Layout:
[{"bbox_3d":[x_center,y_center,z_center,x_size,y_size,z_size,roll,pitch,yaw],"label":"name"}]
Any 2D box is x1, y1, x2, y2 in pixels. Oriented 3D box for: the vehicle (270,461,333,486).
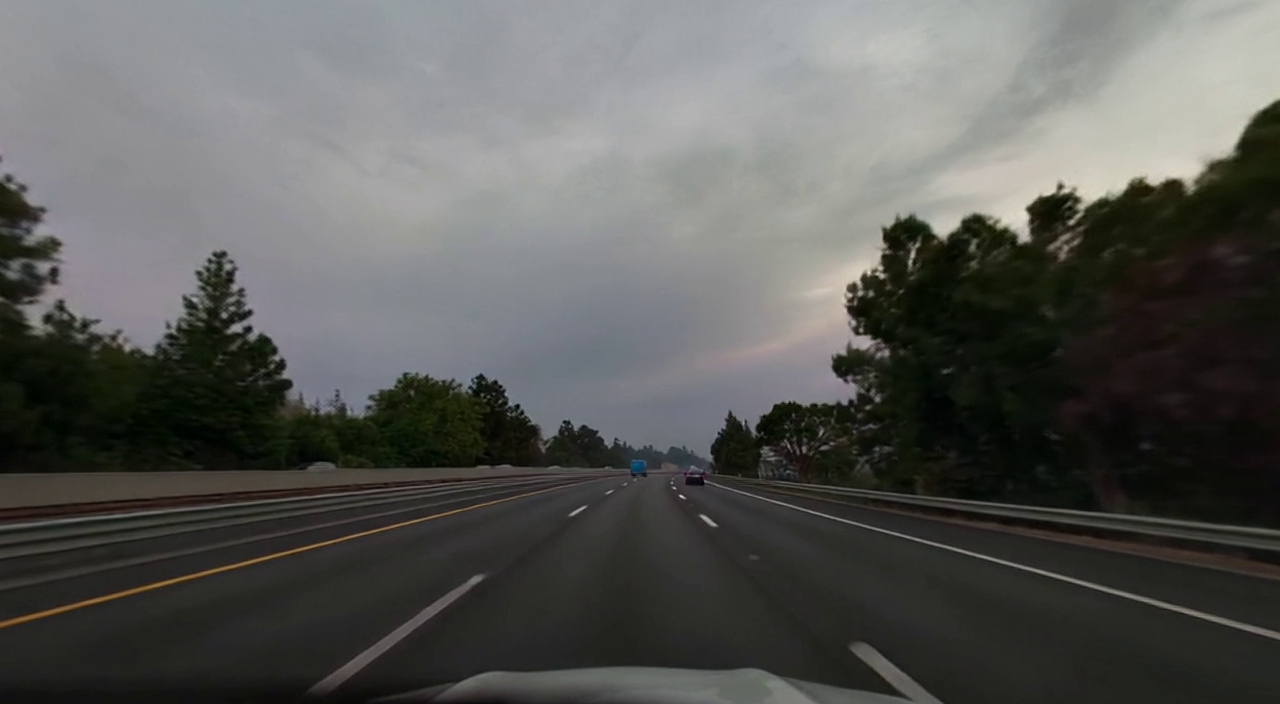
[{"bbox_3d":[-20.540,7.385,38.370,1.697,1.419,3.598,0,-11,1],"label":"vehicle"}]
